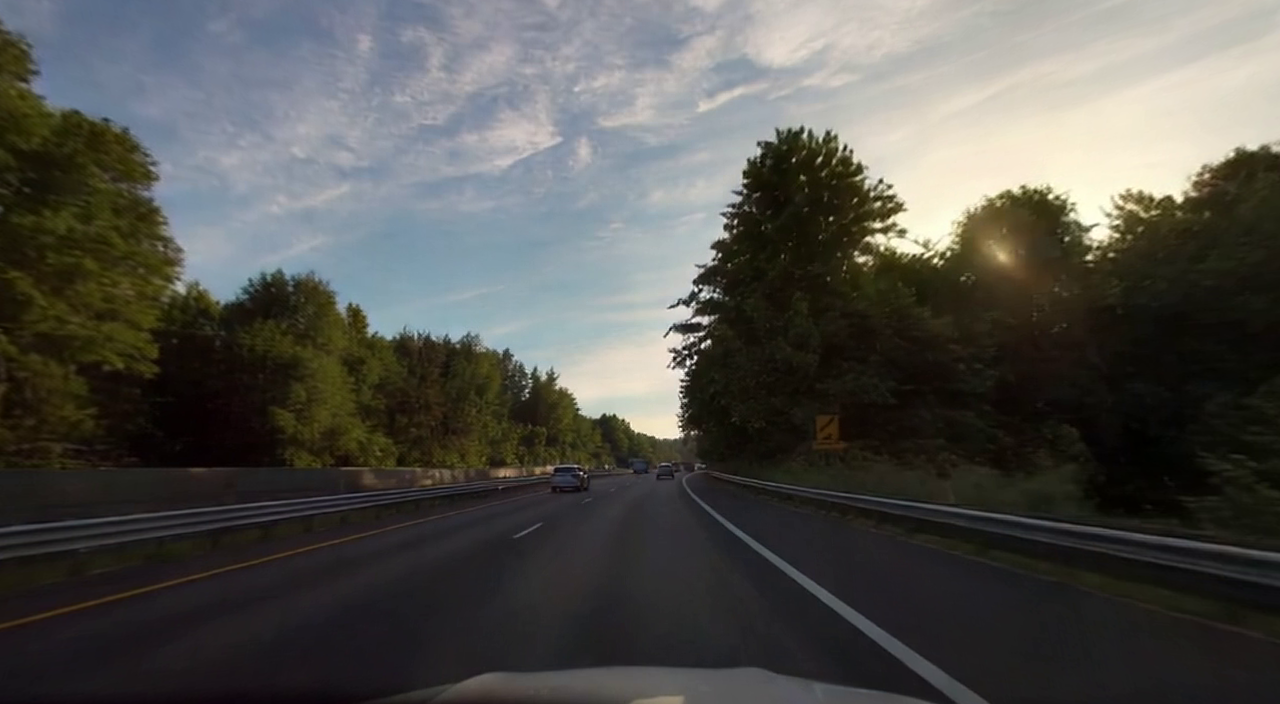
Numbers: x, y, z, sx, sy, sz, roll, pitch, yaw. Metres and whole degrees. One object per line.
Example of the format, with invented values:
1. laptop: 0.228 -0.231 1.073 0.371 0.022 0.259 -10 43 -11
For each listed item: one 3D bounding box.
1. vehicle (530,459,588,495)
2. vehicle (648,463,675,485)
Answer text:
1. vehicle: -3.810 6.034 30.529 2.063 1.556 4.740 1 -10 1
2. vehicle: 1.646 9.461 49.054 2.000 1.594 3.996 1 -10 2
